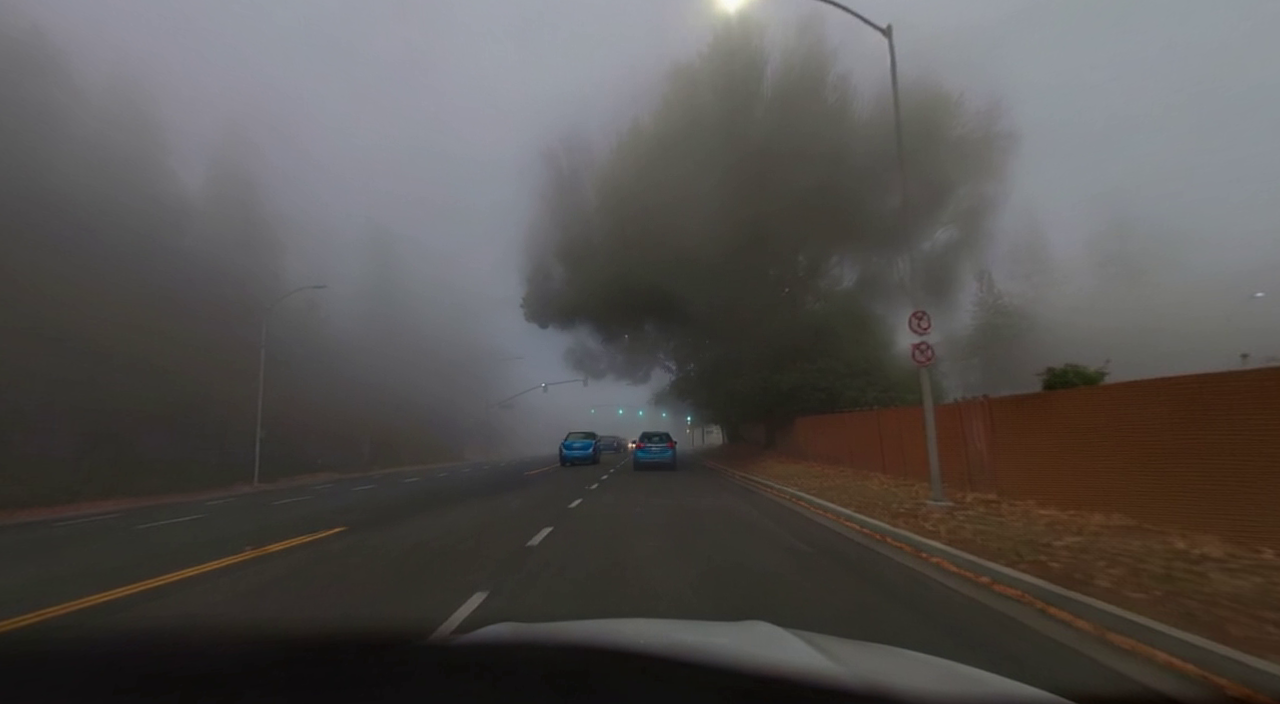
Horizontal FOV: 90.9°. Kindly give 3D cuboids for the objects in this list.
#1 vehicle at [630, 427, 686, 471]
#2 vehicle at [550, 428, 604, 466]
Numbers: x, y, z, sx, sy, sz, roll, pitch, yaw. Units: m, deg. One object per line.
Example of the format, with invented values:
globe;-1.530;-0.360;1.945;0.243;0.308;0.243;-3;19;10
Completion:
vehicle;0.712;4.031;26.221;2.127;1.665;3.993;0;-8;1
vehicle;-3.069;4.737;31.536;2.190;1.766;4.394;0;-8;1
